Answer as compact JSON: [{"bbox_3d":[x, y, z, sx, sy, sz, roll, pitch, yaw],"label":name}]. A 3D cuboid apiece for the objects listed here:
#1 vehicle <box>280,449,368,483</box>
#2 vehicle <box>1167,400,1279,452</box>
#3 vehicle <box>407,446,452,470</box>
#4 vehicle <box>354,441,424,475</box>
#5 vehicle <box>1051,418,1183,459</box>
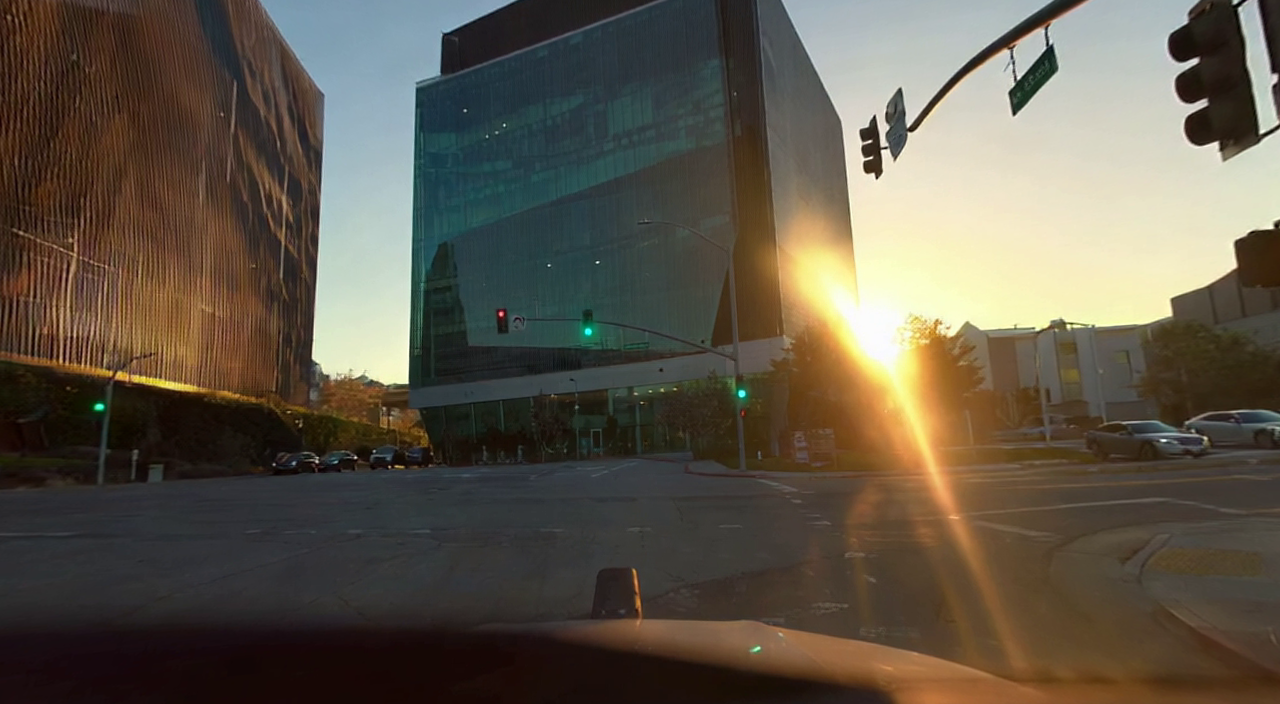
[{"bbox_3d":[-14.805,5.333,29.794,1.790,1.437,4.349,0,-9,2],"label":"vehicle"},{"bbox_3d":[24.408,3.026,25.195,2.109,1.836,5.080,-2,-10,0],"label":"vehicle"},{"bbox_3d":[-15.146,7.641,45.577,1.932,1.605,4.146,1,-9,-2],"label":"vehicle"},{"bbox_3d":[-14.891,6.307,37.729,2.091,1.915,5.040,0,-9,0],"label":"vehicle"},{"bbox_3d":[19.072,3.524,25.495,1.834,1.480,4.458,0,-9,-1],"label":"vehicle"}]
